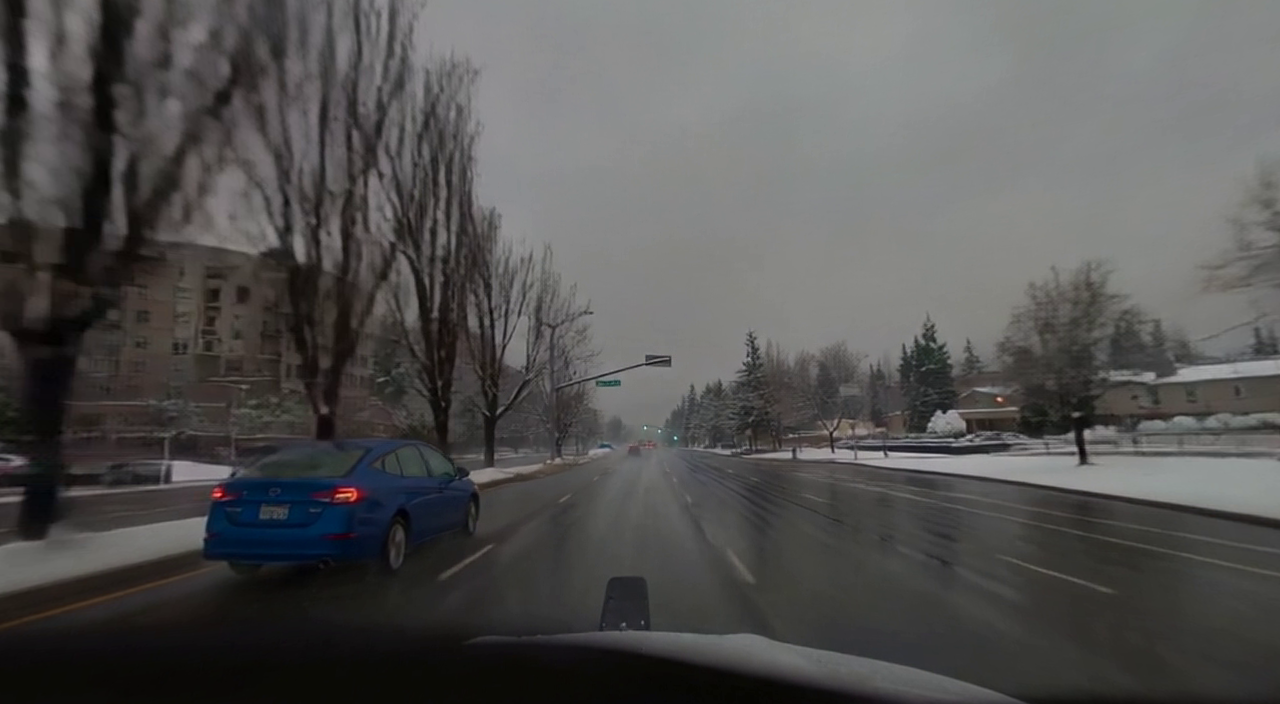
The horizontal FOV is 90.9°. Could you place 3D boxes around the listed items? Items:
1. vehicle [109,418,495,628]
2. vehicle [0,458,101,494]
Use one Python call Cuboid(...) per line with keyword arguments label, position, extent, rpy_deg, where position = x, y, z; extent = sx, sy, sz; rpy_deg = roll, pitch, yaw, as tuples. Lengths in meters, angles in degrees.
Cuboid(label="vehicle", position=(-3.315, 1.720, 7.431), extent=(2.009, 1.489, 4.543), rpy_deg=(-6, -8, 0))
Cuboid(label="vehicle", position=(-30.117, 6.108, 31.274), extent=(4.847, 1.649, 2.119), rpy_deg=(-1, -8, 3))
